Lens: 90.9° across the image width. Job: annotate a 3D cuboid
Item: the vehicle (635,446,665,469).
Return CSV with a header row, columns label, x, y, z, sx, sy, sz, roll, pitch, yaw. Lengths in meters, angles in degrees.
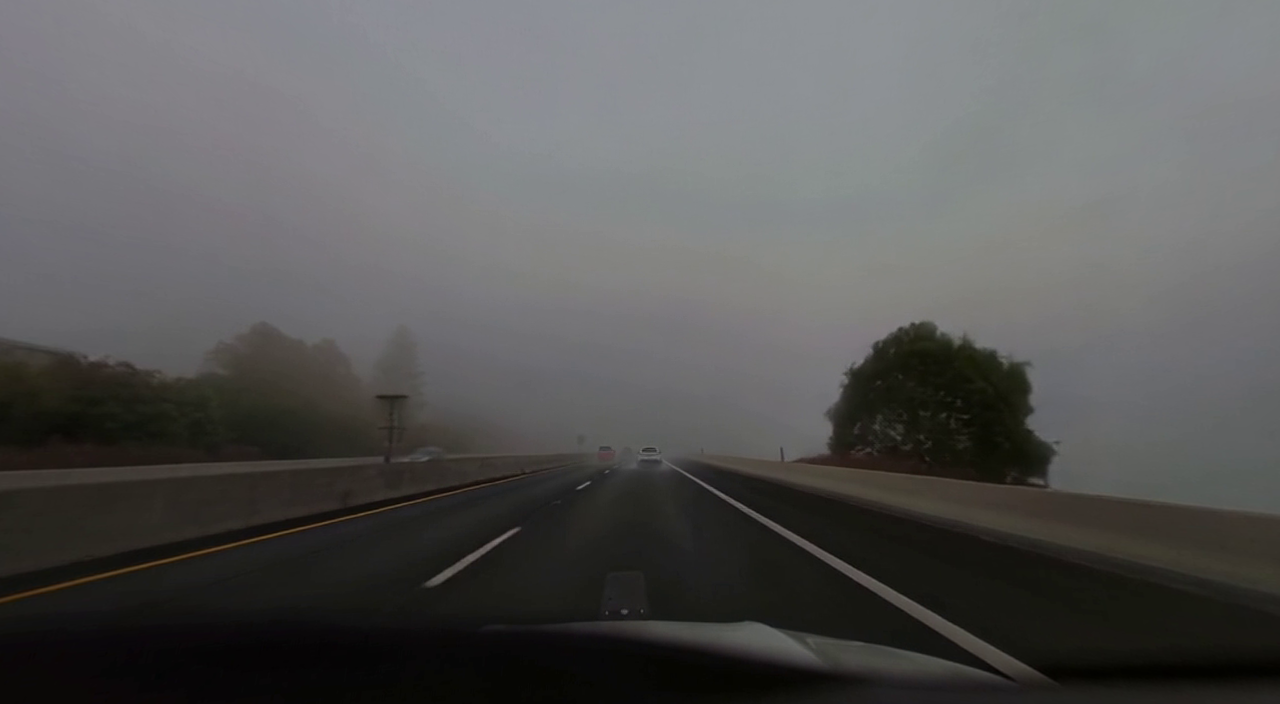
label,x,y,z,sx,sy,sz,roll,pitch,yaw
vehicle,0.676,7.163,42.785,1.934,1.488,3.832,0,-9,1
